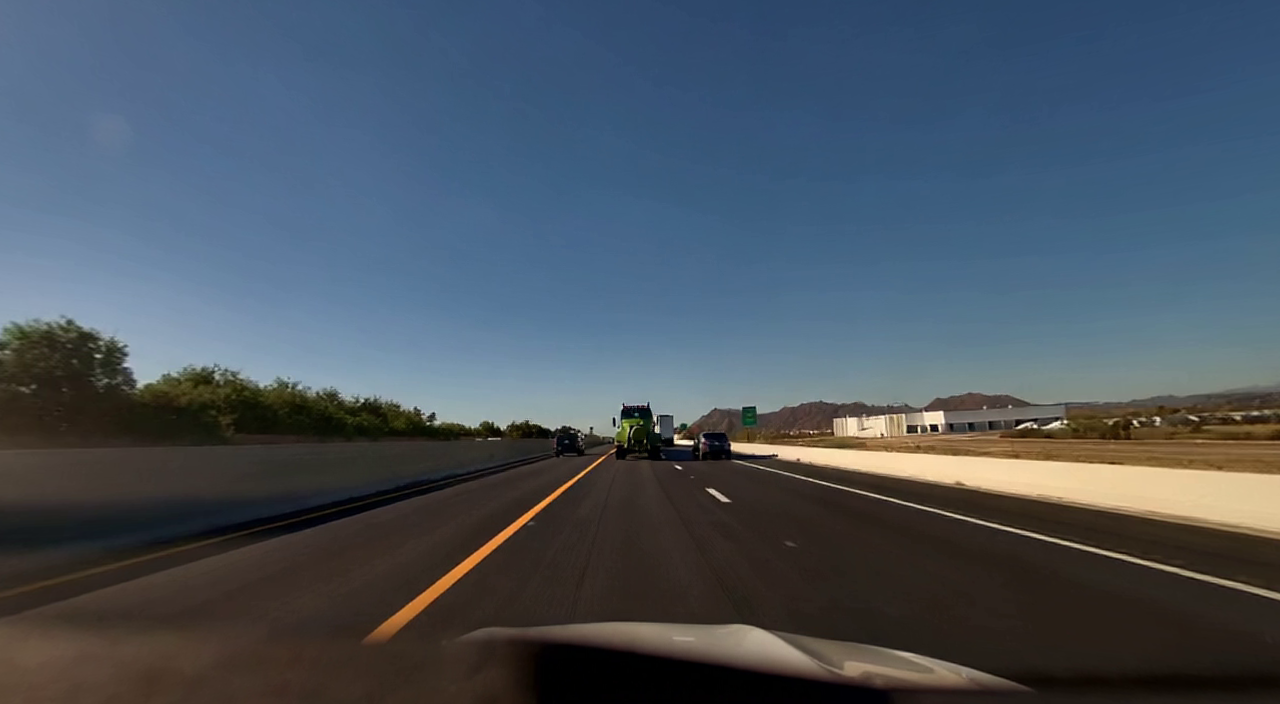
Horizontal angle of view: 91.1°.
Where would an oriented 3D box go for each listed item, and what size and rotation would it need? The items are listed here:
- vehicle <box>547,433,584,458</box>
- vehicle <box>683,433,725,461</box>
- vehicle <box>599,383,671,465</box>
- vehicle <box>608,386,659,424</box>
[{"bbox_3d":[-5.000,6.308,42.680,2.104,1.575,4.421,0,-8,-3],"label":"vehicle"},{"bbox_3d":[3.645,5.465,36.459,1.910,1.492,4.324,0,-8,-1],"label":"vehicle"},{"bbox_3d":[-0.358,3.856,32.637,2.953,3.406,13.372,0,-8,-1],"label":"vehicle"},{"bbox_3d":[-0.259,2.447,28.360,2.112,1.472,4.240,0,-8,0],"label":"vehicle"}]
